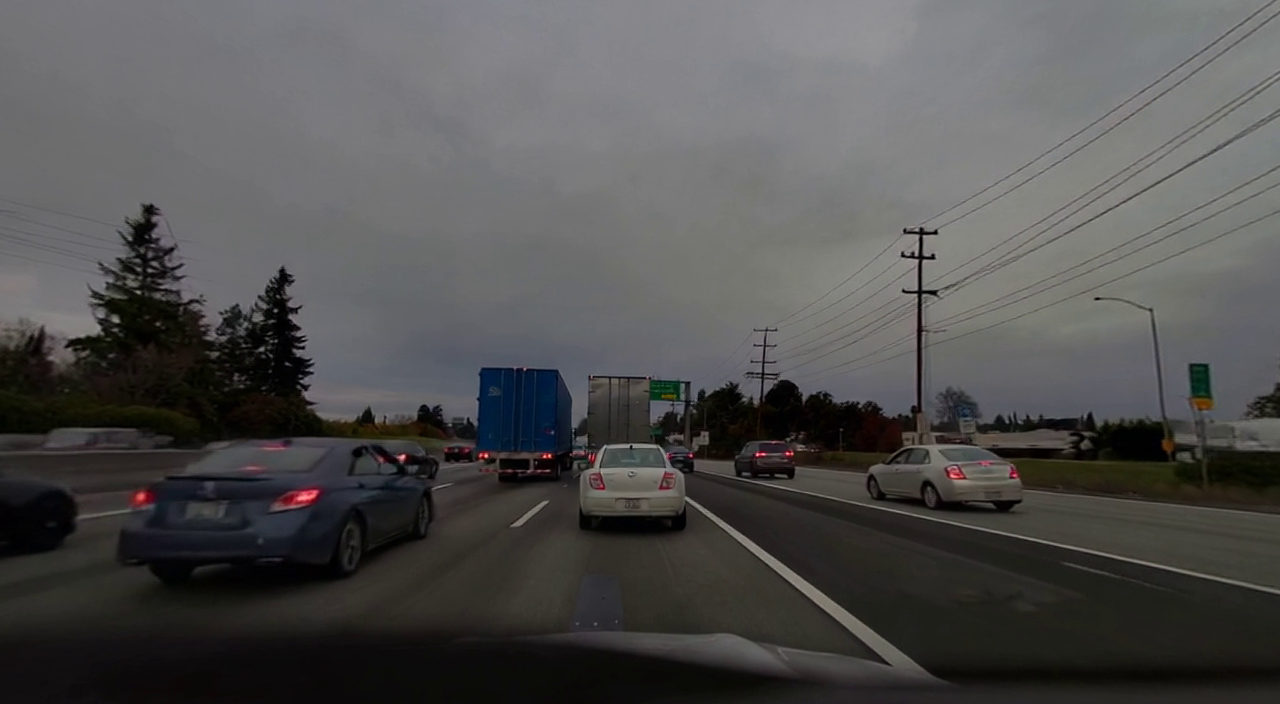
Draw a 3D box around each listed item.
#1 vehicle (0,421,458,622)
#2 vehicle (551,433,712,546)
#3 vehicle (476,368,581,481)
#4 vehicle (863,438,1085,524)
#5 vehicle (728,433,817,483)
[{"bbox_3d":[-3.814,1.632,7.207,2.090,1.463,4.968,0,-9,-1],"label":"vehicle"},{"bbox_3d":[-0.208,2.113,10.360,2.112,1.463,4.012,0,-9,-3],"label":"vehicle"},{"bbox_3d":[-5.079,4.138,33.072,3.150,4.298,17.928,0,-9,-3],"label":"vehicle"},{"bbox_3d":[6.383,2.489,12.751,1.878,1.406,4.164,1,-9,-6],"label":"vehicle"},{"bbox_3d":[4.801,3.930,23.584,2.023,1.676,4.002,1,-9,-7],"label":"vehicle"}]
